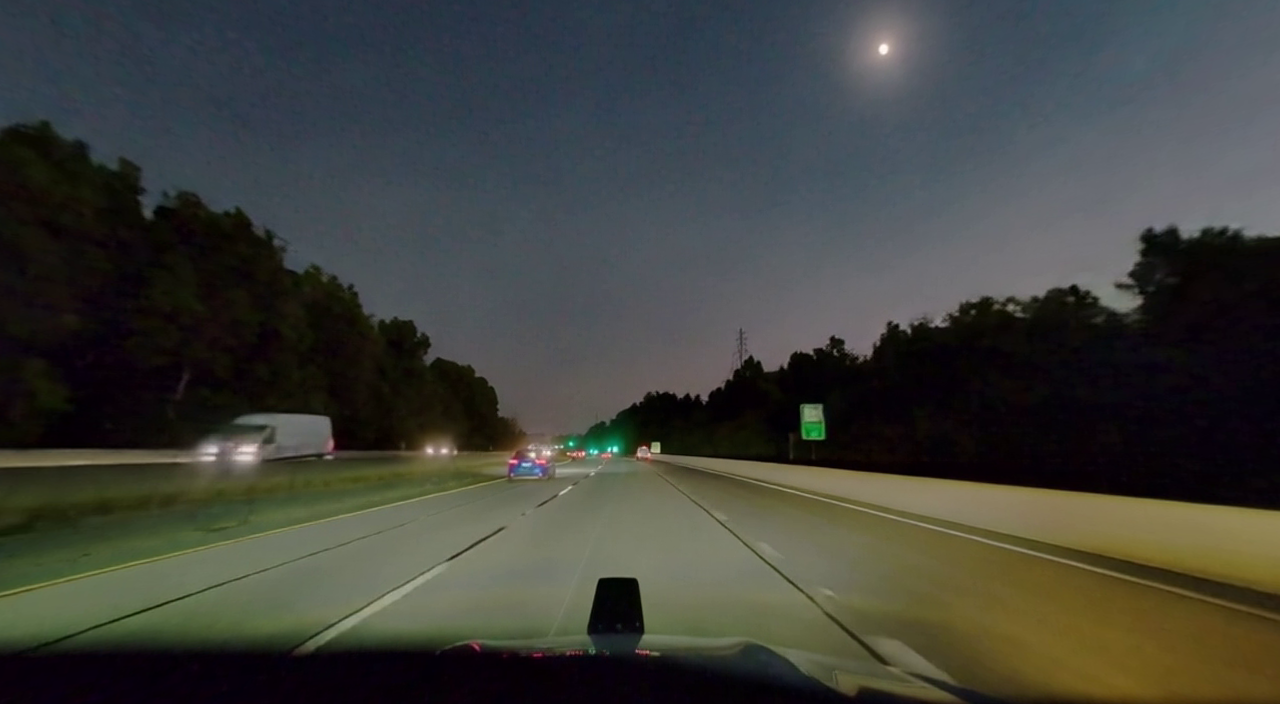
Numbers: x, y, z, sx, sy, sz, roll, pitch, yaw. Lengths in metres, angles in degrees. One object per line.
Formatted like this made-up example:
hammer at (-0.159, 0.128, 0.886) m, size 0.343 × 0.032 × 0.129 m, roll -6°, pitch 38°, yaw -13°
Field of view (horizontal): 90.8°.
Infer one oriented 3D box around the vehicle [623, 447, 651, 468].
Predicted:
vehicle at (-0.251, 8.069, 48.391) m, size 2.031 × 1.483 × 3.417 m, roll 0°, pitch -9°, yaw -2°

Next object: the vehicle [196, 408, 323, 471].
vehicle at (-17.172, 4.056, 28.939) m, size 2.188 × 2.566 × 5.810 m, roll 0°, pitch -9°, yaw -1°

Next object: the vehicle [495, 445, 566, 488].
vehicle at (-4.156, 4.418, 24.730) m, size 1.957 × 1.499 × 4.965 m, roll 0°, pitch -9°, yaw -1°
